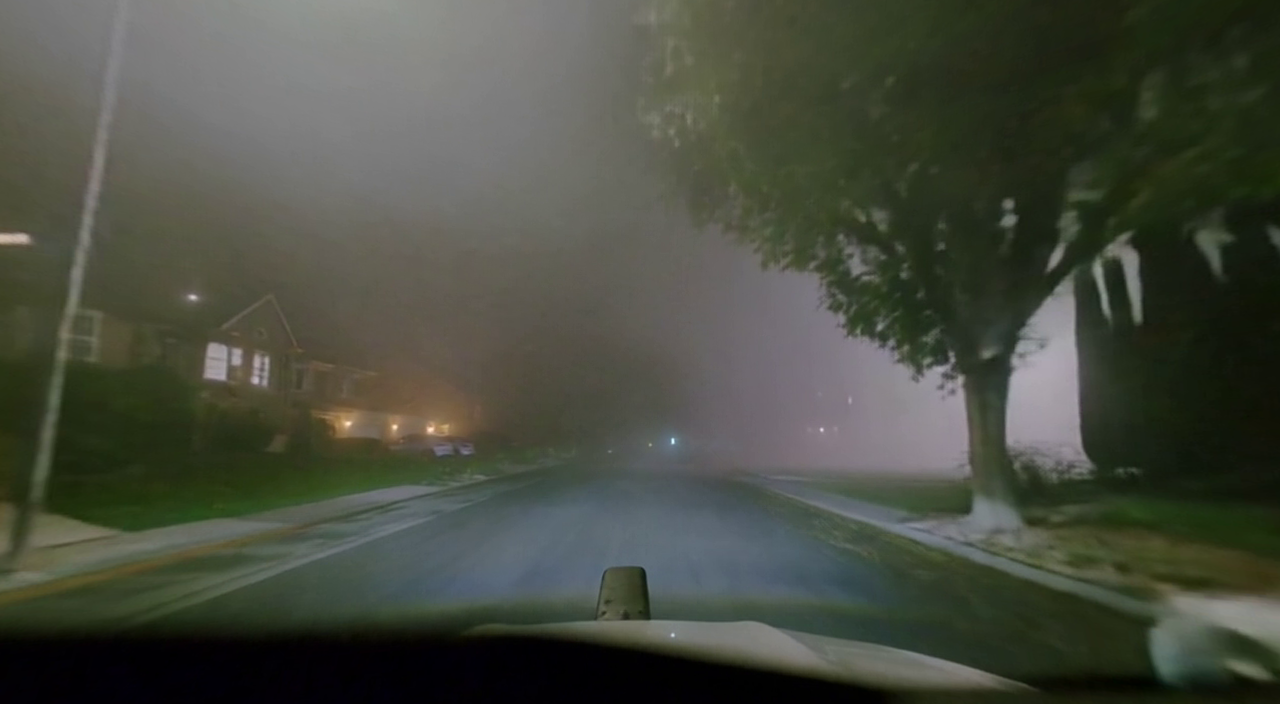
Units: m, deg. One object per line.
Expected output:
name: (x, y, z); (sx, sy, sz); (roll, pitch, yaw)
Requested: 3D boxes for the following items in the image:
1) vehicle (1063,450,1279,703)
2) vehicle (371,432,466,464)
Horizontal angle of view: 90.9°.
vehicle: (3.419, 0.927, 1.055); (2.083, 1.485, 4.691); (0, -9, -1)
vehicle: (-13.242, 5.778, 37.912); (4.796, 1.864, 2.328); (0, -9, 2)
